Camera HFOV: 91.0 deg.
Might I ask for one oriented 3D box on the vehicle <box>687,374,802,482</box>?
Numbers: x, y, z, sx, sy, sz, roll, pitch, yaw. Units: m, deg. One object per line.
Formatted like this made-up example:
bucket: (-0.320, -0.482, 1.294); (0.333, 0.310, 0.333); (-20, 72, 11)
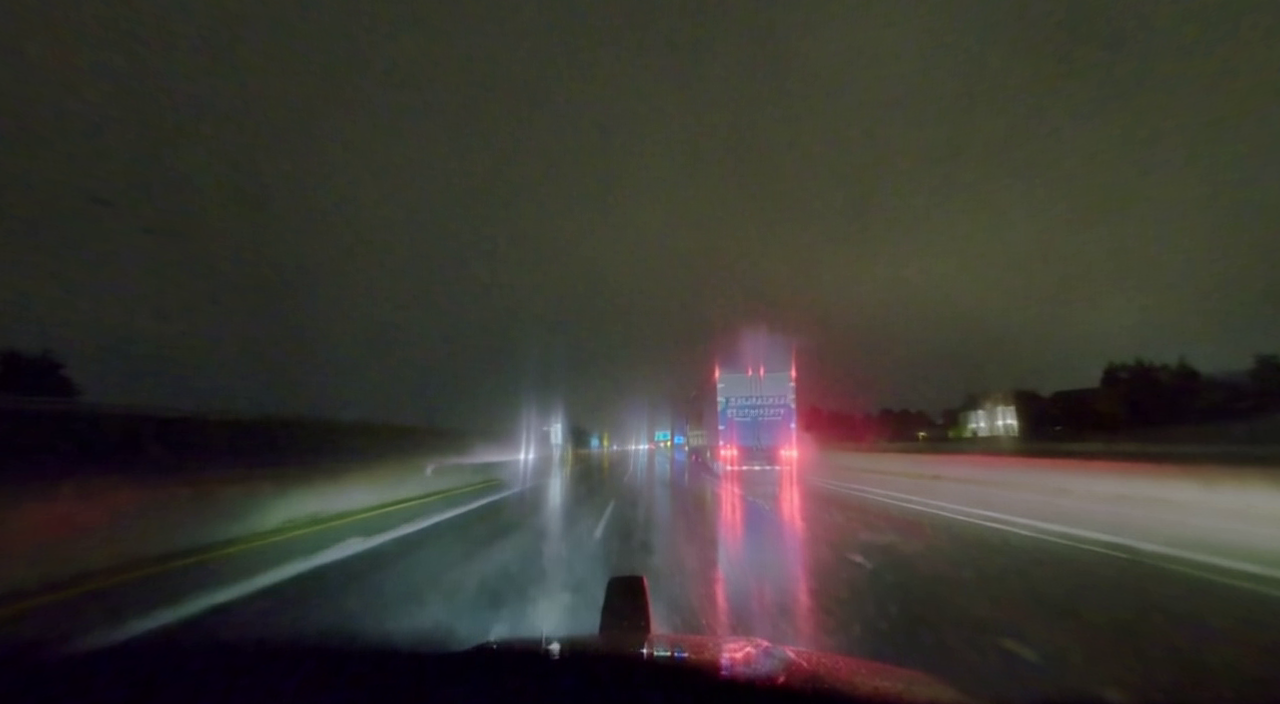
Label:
vehicle: (4.618, 4.046, 32.148); (3.187, 4.197, 15.004); (0, -8, -1)
